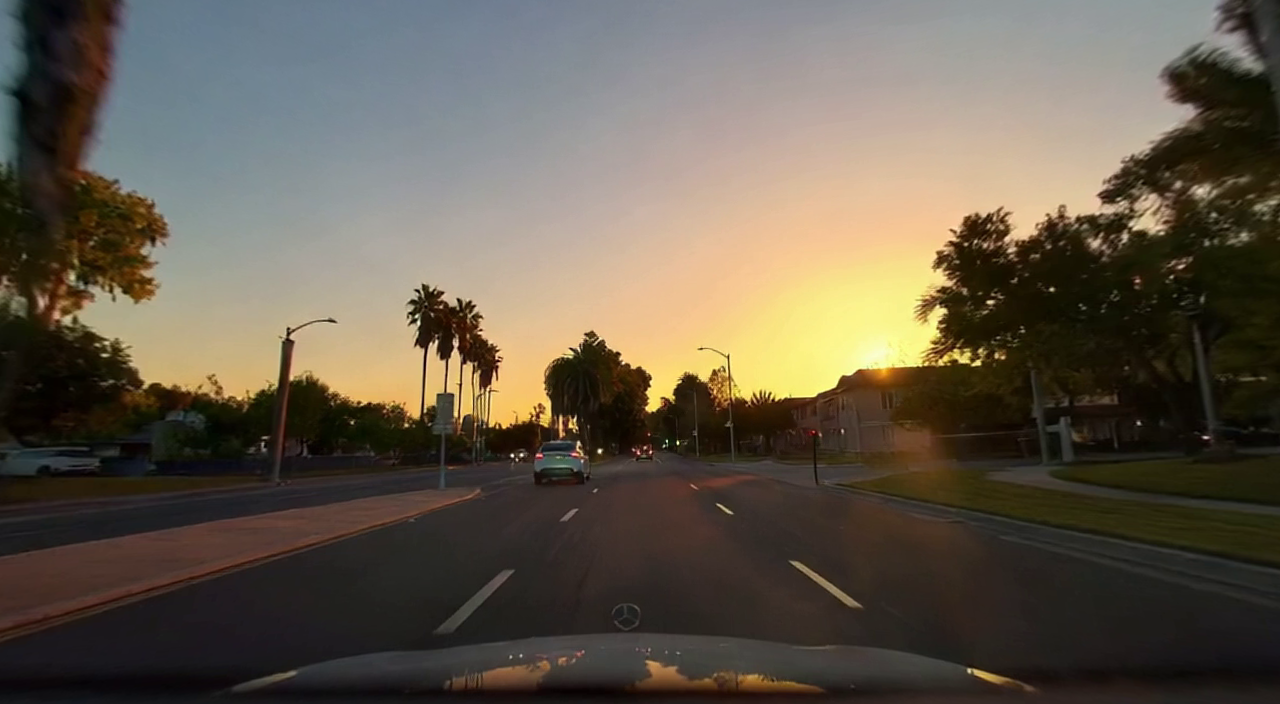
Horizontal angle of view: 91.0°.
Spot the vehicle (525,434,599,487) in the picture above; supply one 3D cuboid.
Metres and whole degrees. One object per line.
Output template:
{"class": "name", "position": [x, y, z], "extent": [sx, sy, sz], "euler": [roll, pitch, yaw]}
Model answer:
{"class": "vehicle", "position": [-3.128, 4.531, 26.612], "extent": [2.370, 1.968, 5.698], "euler": [0, -9, 1]}
